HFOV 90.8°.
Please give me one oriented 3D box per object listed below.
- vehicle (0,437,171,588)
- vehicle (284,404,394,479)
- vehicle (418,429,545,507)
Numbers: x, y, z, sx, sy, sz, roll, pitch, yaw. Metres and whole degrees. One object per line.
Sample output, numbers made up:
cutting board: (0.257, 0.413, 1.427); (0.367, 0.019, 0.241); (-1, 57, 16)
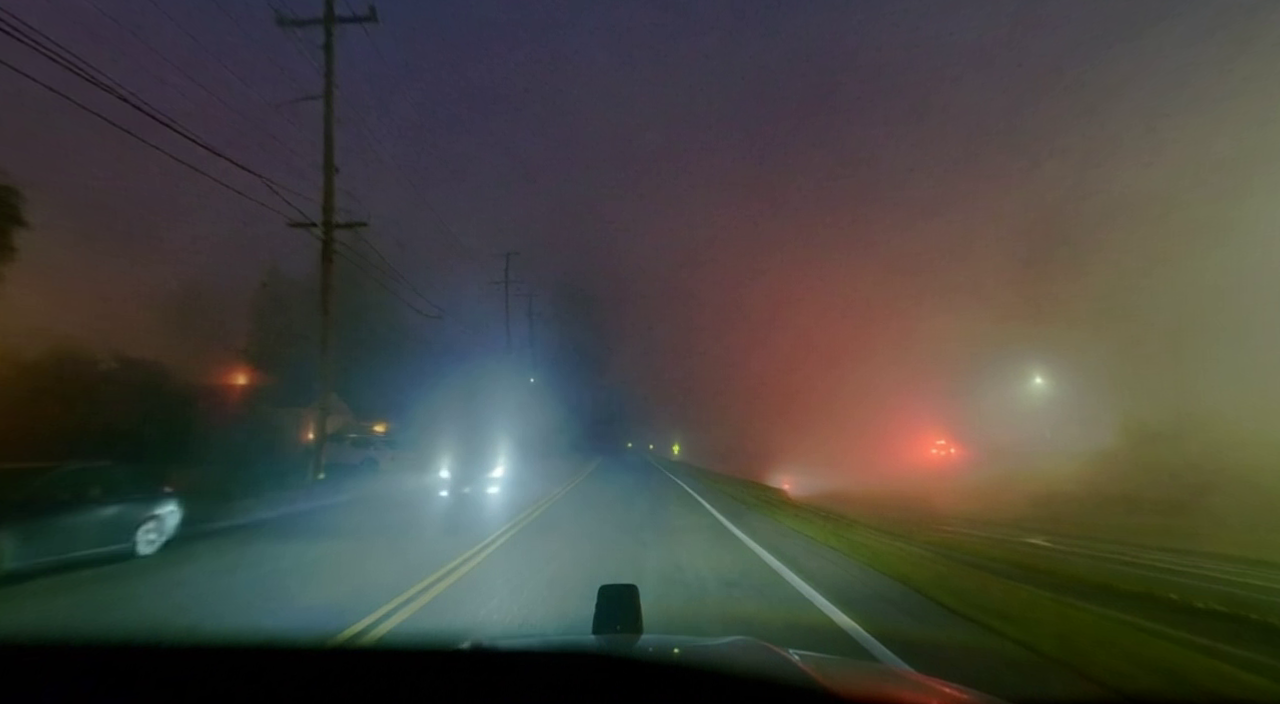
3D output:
vehicle: (-7.492, 1.761, 7.181); (1.744, 1.538, 3.331); (1, -9, -2)
vehicle: (-11.919, 3.649, 25.612); (2.451, 2.641, 5.869); (1, -9, -10)
vehicle: (-3.826, 2.883, 16.192); (2.103, 1.690, 4.508); (0, -8, 0)
